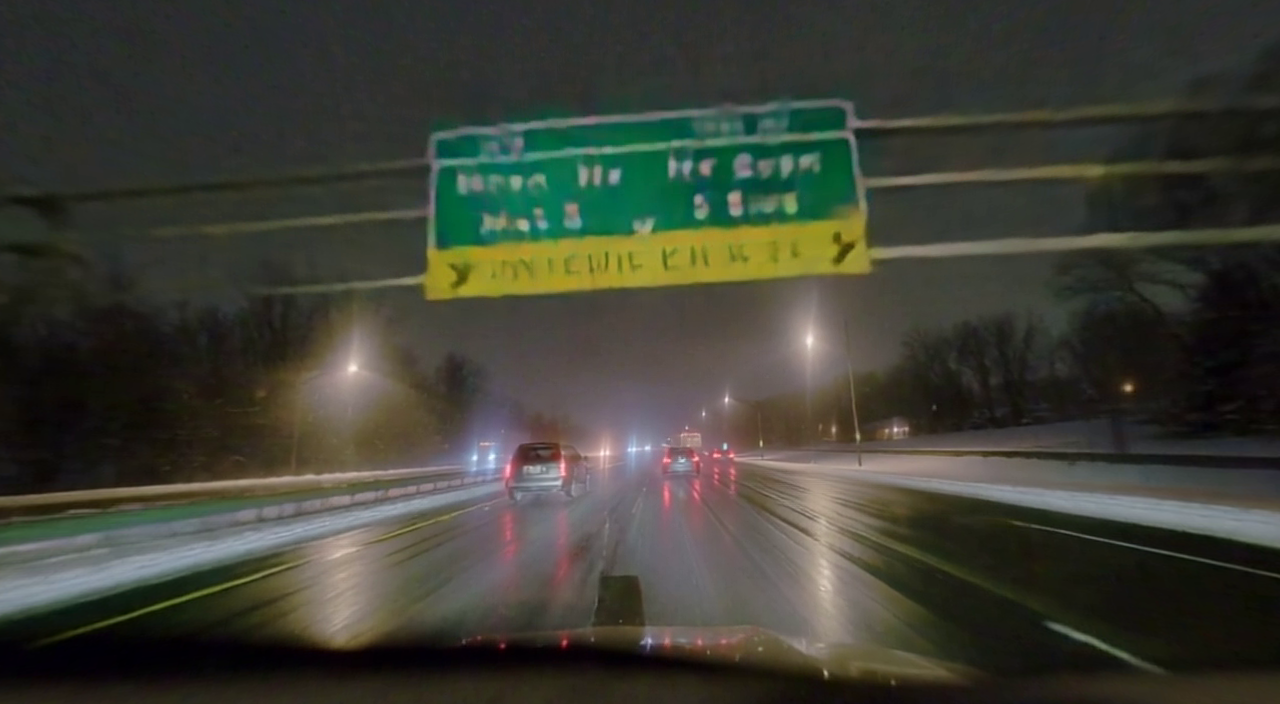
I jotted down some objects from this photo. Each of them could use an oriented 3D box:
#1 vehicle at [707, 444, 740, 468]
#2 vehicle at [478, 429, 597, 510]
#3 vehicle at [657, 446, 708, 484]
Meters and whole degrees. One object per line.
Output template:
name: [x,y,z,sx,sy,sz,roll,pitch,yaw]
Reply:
vehicle: [6.293,7.888,47.898,1.975,1.650,4.257,0,-9,1]
vehicle: [-2.371,2.894,15.874,2.142,1.724,4.344,0,-9,2]
vehicle: [1.742,4.790,26.998,2.004,1.471,4.032,0,-9,2]
